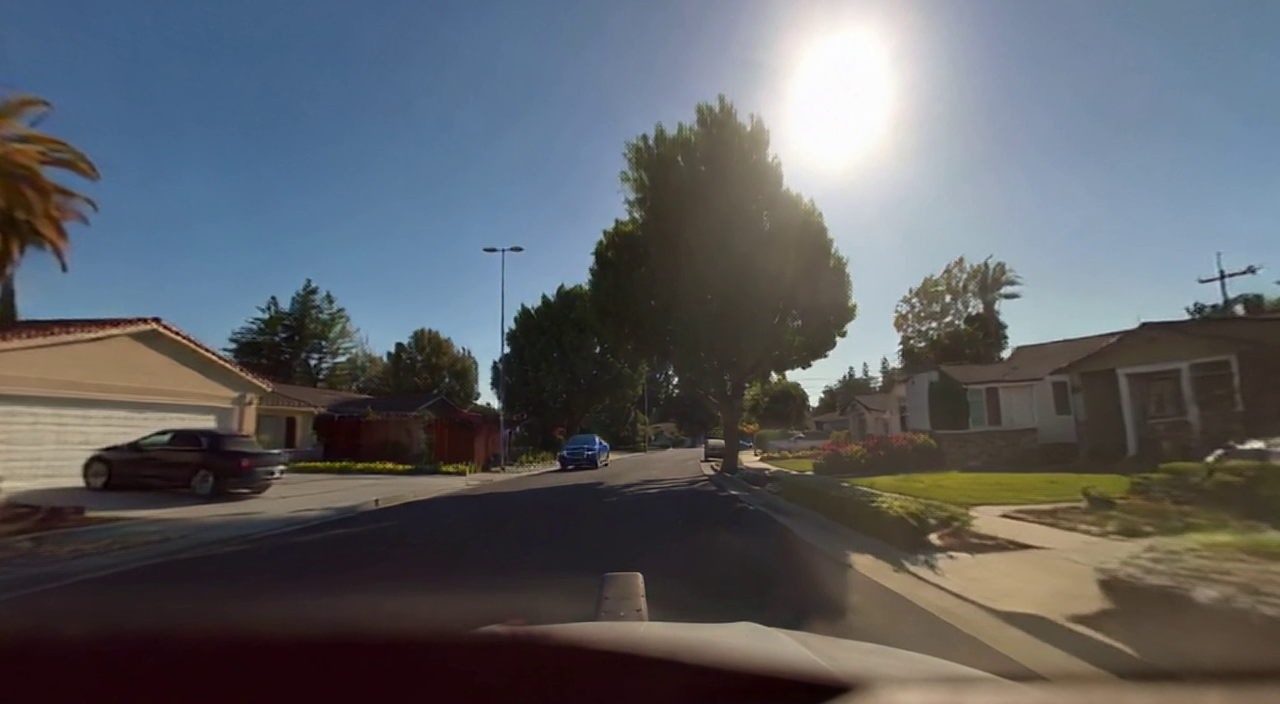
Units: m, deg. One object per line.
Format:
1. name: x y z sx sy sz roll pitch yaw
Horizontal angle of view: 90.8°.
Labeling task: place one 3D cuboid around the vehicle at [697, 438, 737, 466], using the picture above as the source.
1. vehicle: 5.001 6.549 41.544 2.051 1.676 4.497 0 -8 0

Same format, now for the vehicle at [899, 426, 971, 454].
1. vehicle: 18.650 5.549 40.092 3.903 1.592 1.921 -2 -6 18

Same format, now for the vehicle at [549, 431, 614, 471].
1. vehicle: -3.120 5.588 35.727 2.274 2.008 6.986 -1 -8 6

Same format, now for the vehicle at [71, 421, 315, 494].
1. vehicle: -13.049 3.096 18.758 5.497 1.983 2.191 0 -8 0
